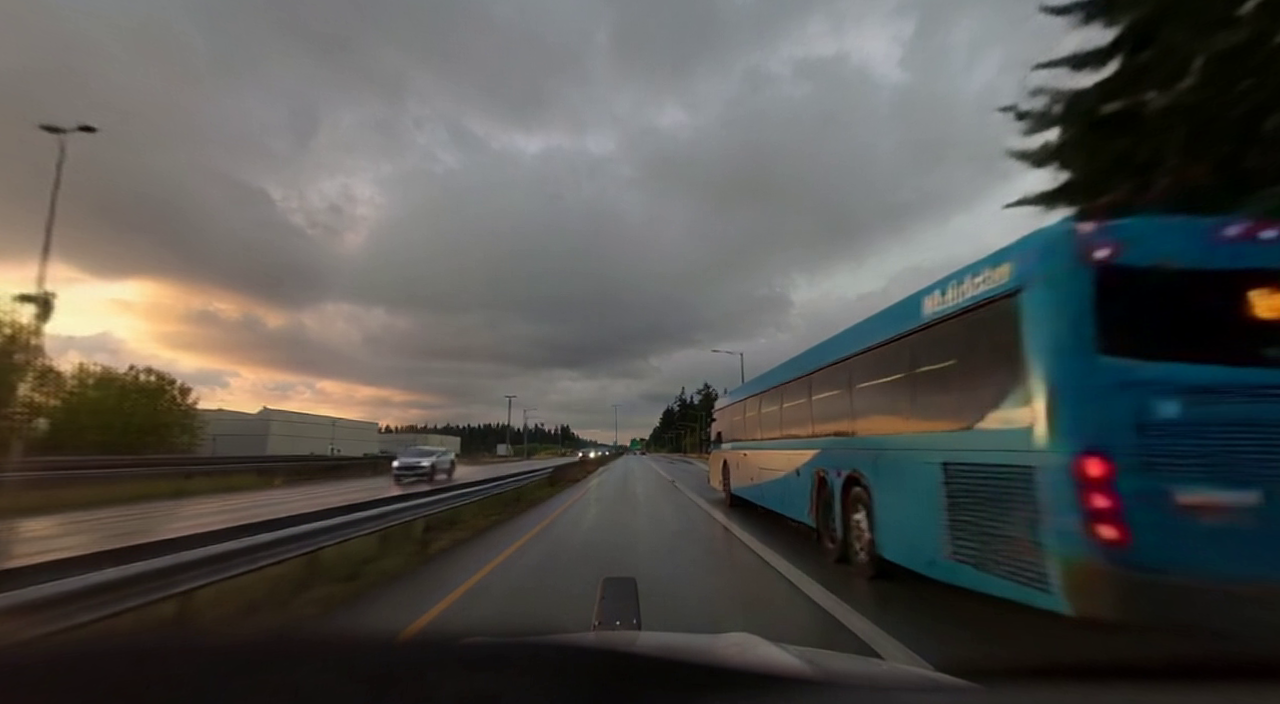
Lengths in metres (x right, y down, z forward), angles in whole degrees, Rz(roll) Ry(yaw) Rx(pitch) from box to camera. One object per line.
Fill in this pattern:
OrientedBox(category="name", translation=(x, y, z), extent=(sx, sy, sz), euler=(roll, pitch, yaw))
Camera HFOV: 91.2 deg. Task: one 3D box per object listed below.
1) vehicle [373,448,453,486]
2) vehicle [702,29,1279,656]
OrientedBox(category="vehicle", translation=(-9.592, 4.871, 26.891), extent=(1.872, 1.461, 4.227), euler=(0, -9, 0))
OrientedBox(category="vehicle", translation=(3.606, 0.845, 11.085), extent=(3.277, 4.084, 14.213), euler=(0, -9, -1))
